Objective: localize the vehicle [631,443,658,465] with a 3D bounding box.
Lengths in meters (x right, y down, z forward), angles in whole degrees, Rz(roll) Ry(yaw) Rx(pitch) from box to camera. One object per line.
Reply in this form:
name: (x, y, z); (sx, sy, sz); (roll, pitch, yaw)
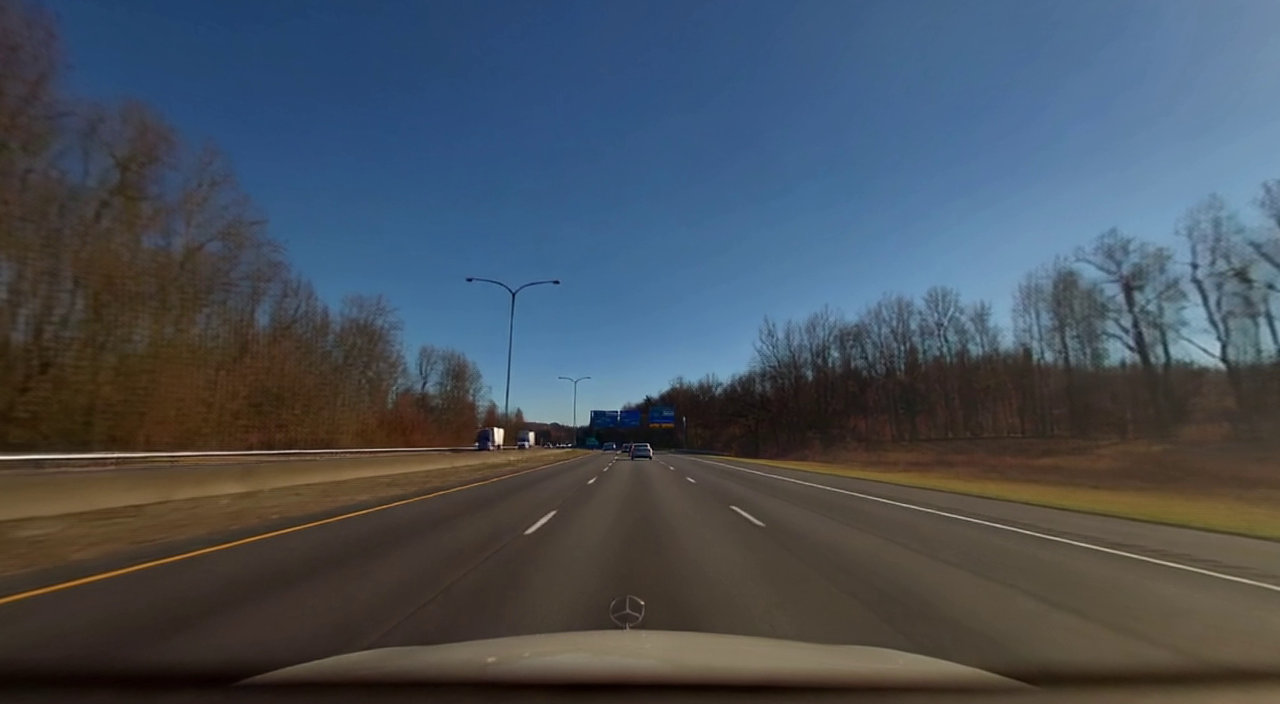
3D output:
vehicle: (0.311, 7.208, 44.675); (1.859, 1.478, 3.799); (0, -8, 0)
